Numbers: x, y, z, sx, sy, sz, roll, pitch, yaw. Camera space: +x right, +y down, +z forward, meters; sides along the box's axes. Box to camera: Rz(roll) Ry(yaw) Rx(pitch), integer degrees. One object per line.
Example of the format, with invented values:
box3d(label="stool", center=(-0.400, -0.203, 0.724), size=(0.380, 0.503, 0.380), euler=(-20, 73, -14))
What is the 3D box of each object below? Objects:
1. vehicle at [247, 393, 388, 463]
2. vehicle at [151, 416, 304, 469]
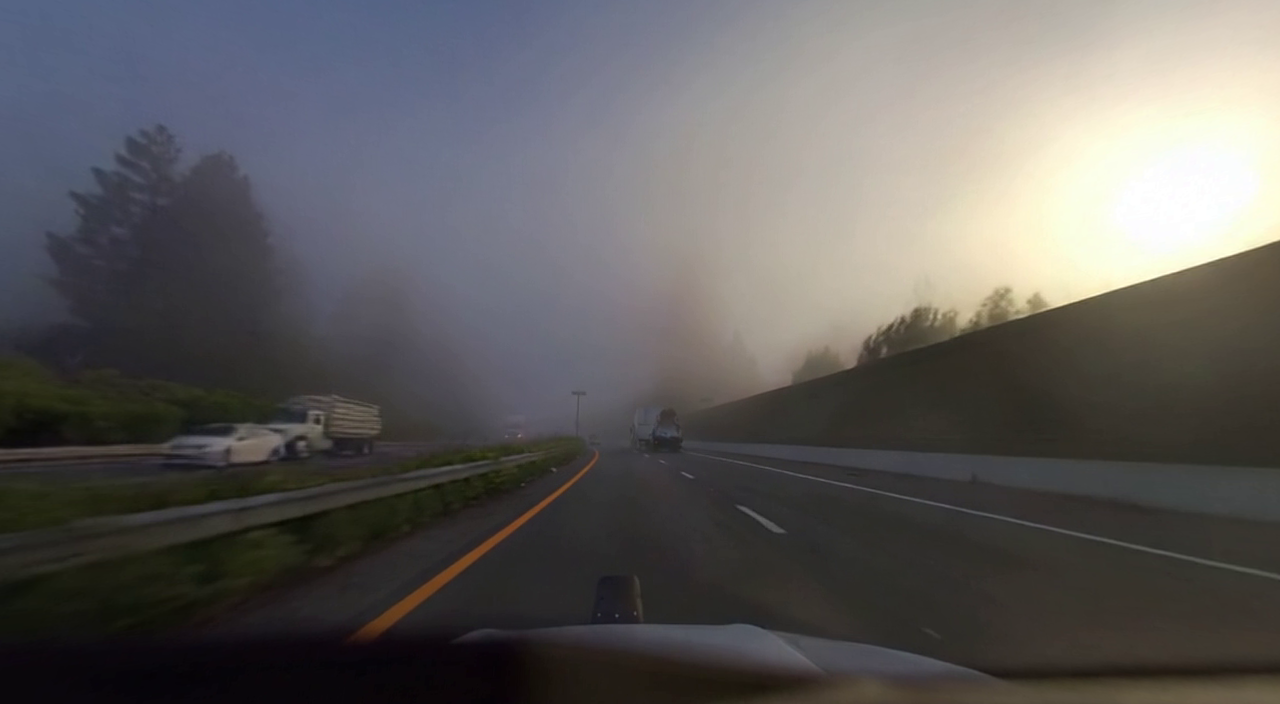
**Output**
box3d(label="vehicle", center=(-13.501, 3.312, 26.989), size=(2.953, 2.650, 5.903), euler=(0, -8, -1))
box3d(label="vehicle", center=(-13.181, 2.951, 20.555), size=(2.027, 1.507, 4.580), euler=(0, -8, -2))
